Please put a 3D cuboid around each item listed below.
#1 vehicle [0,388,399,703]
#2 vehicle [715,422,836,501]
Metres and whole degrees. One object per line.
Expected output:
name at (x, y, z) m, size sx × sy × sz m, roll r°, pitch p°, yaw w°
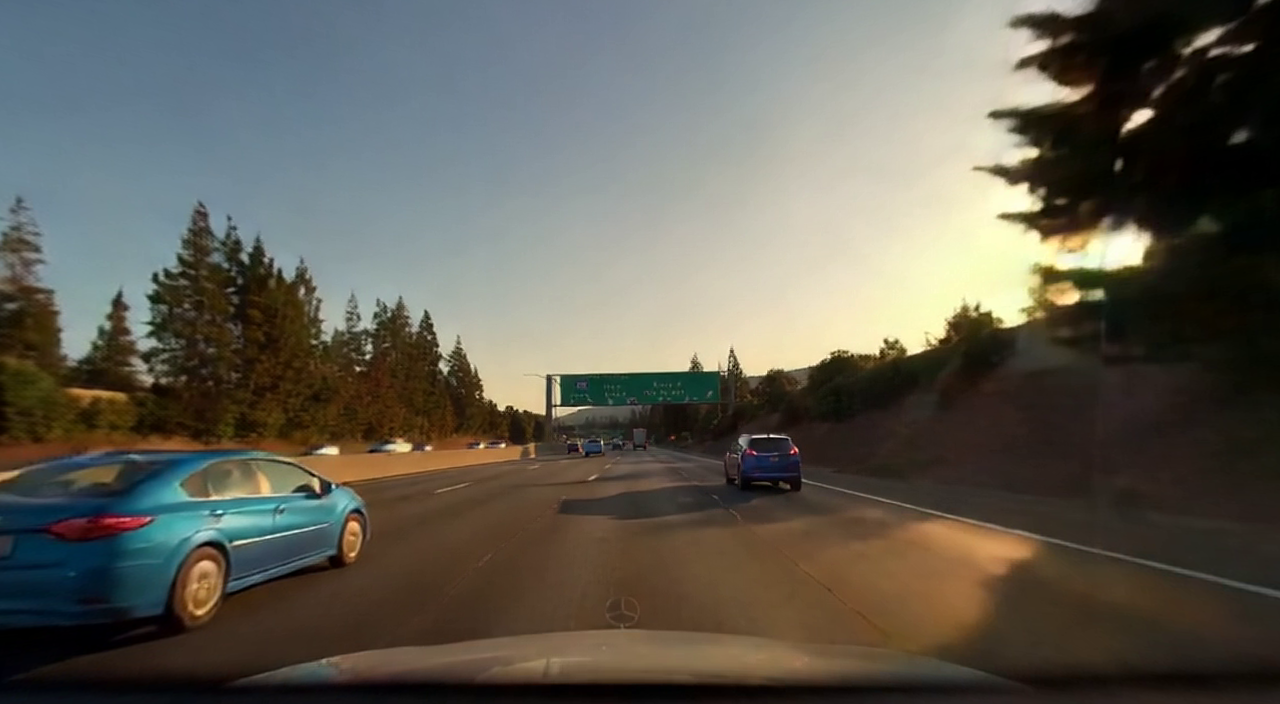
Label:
vehicle at (-3.934, 1.280, 4.931) m, size 2.118 × 1.573 × 4.940 m, roll 0°, pitch -9°, yaw 0°
vehicle at (3.216, 2.722, 15.962) m, size 2.053 × 1.714 × 4.097 m, roll 0°, pitch -9°, yaw -1°
